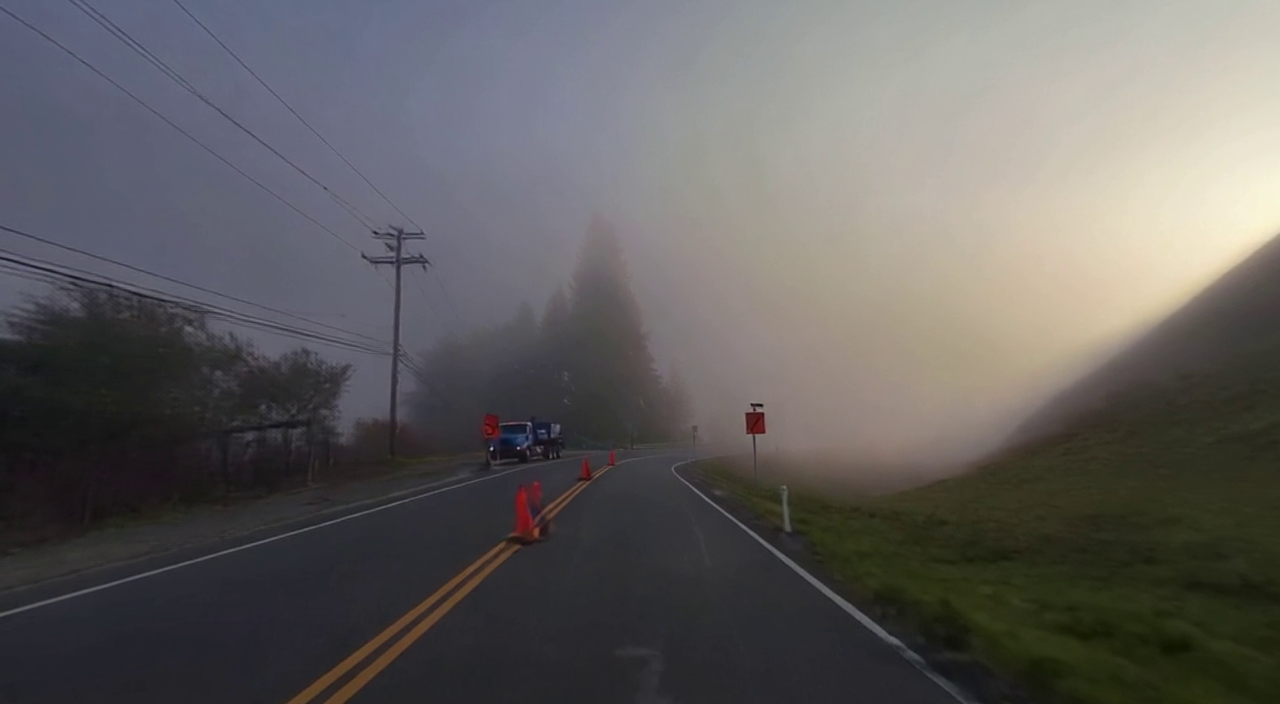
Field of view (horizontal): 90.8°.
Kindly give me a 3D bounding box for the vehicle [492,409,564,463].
[{"bbox_3d":[-7.319,5.662,42.217,3.031,3.185,7.053,-3,-9,4],"label":"vehicle"}]
